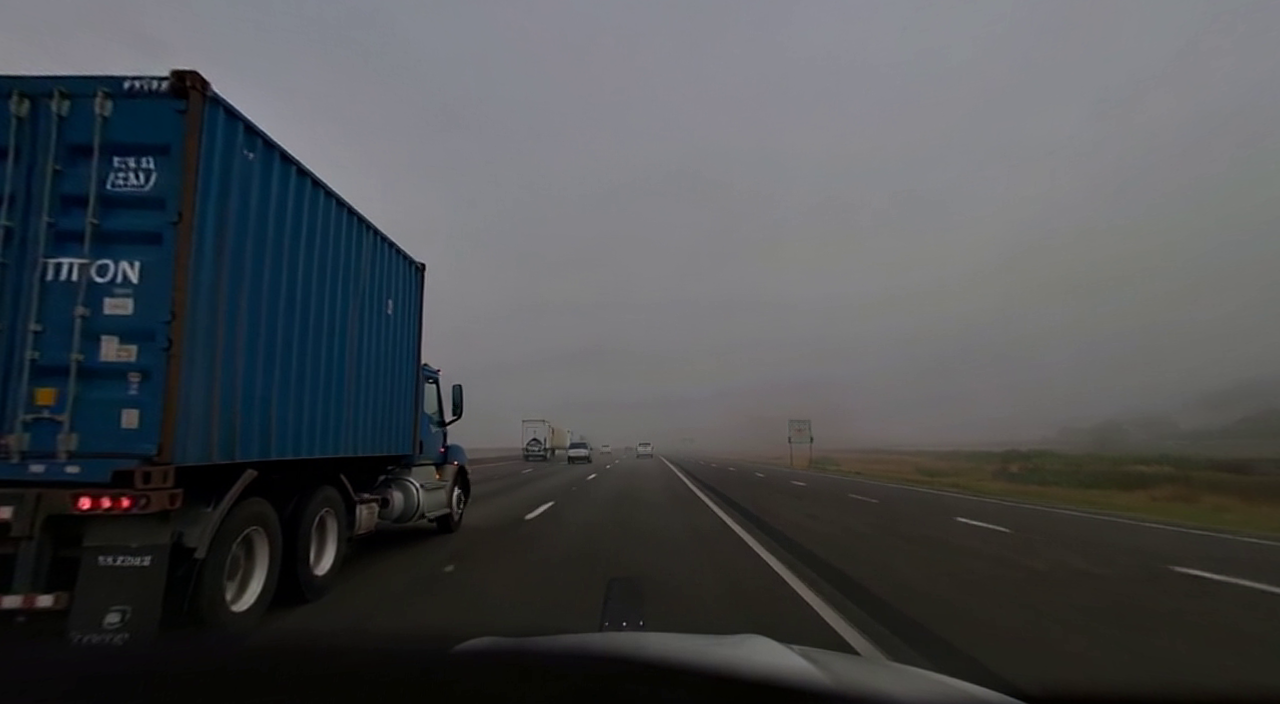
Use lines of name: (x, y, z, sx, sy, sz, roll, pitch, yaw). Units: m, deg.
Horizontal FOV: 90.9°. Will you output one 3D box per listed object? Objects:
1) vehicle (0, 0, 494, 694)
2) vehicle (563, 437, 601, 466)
vehicle: (-4.064, 0.296, 7.087, 2.987, 3.868, 7.576, 0, -8, 0)
vehicle: (-3.606, 6.290, 40.047, 1.995, 1.745, 4.187, 0, -8, 1)
